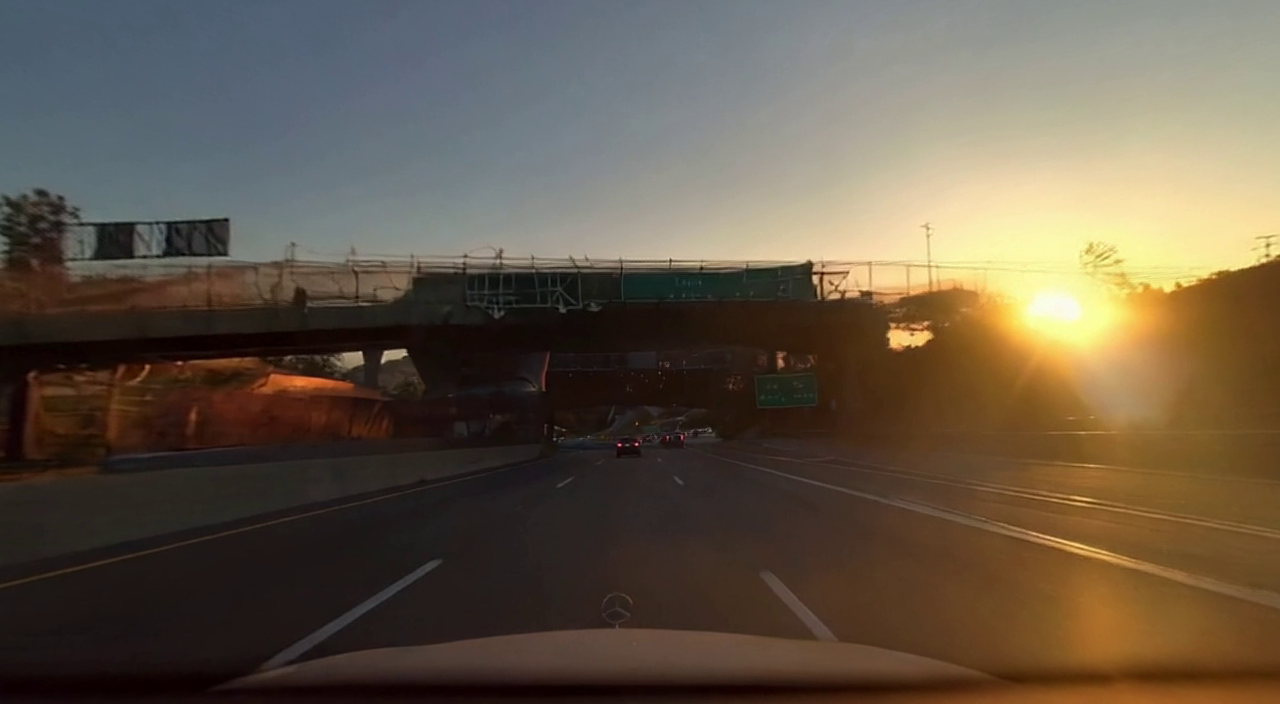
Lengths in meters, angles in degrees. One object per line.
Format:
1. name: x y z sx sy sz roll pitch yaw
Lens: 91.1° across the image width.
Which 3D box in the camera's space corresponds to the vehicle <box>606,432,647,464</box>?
1. vehicle: -0.713 5.124 33.899 2.039 1.589 4.324 0 -8 -1
